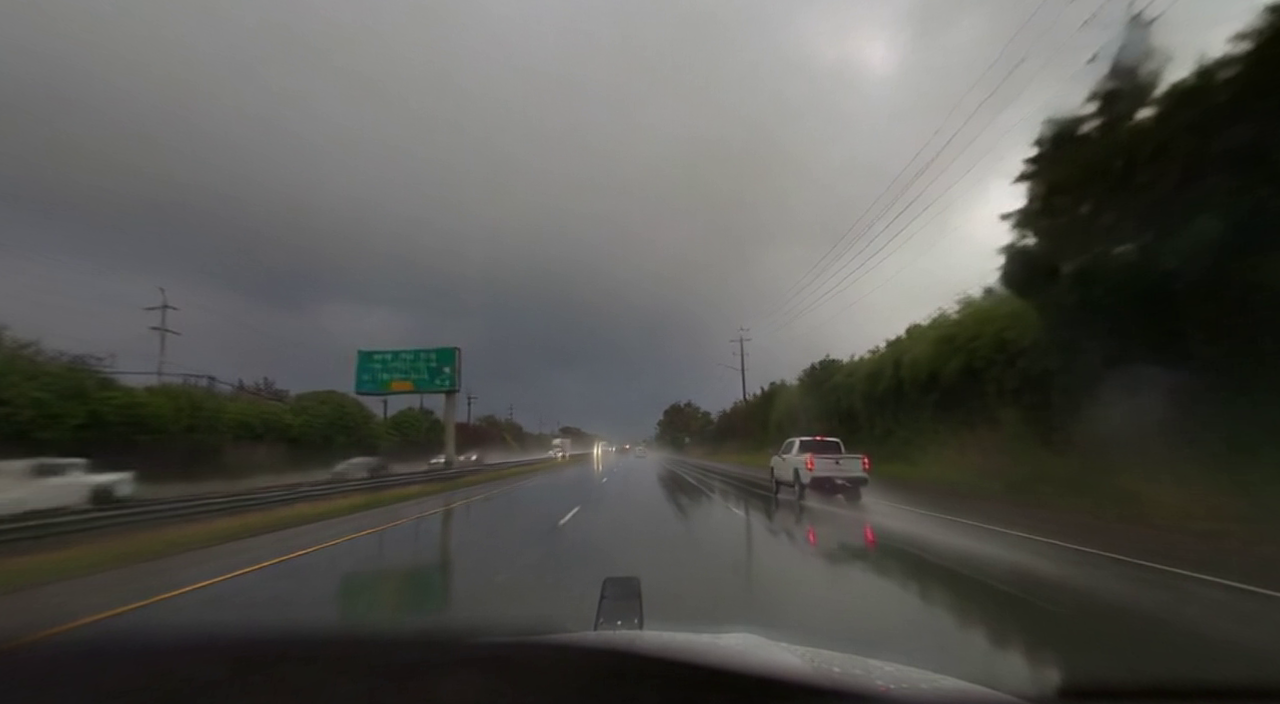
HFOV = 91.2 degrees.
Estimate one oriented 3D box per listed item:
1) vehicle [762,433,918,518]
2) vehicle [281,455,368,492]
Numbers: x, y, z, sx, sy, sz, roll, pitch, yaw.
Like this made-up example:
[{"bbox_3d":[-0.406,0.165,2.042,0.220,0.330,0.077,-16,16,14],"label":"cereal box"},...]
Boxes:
[{"bbox_3d":[4.158,2.642,13.858,2.054,1.565,4.089,0,-9,-1],"label":"vehicle"},{"bbox_3d":[-14.877,5.726,29.820,2.032,1.541,4.080,0,-9,0],"label":"vehicle"}]
